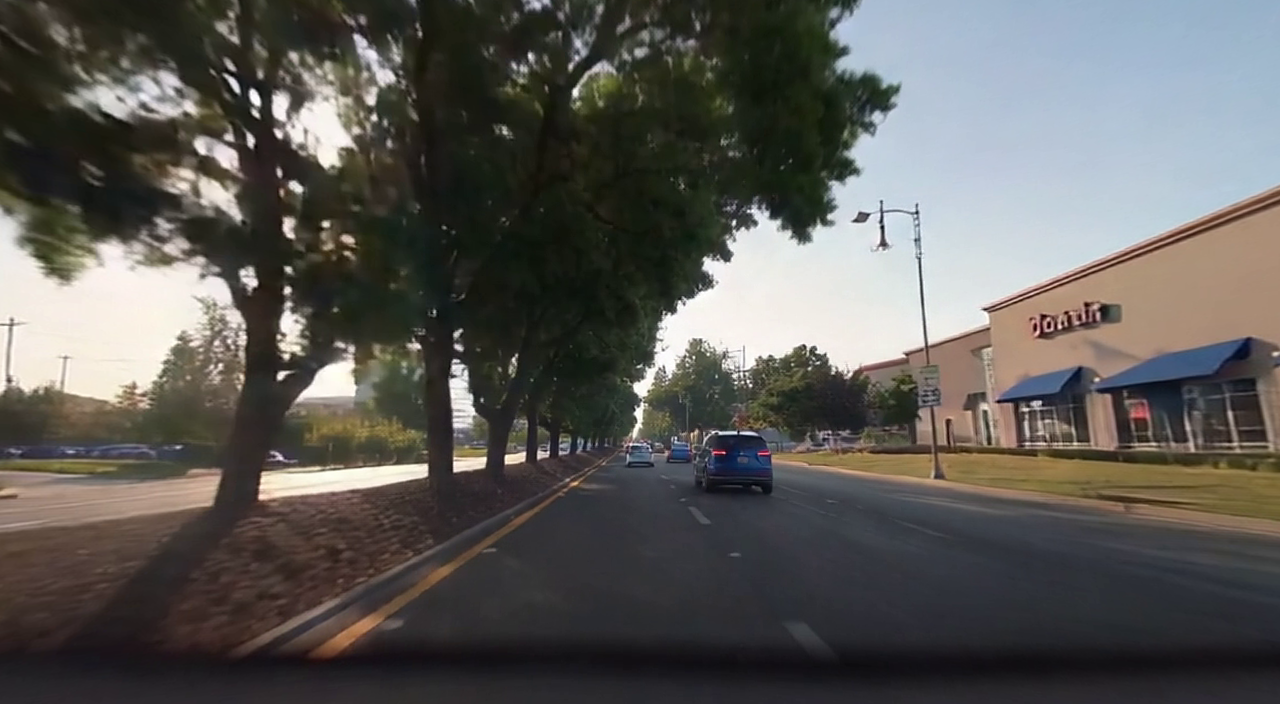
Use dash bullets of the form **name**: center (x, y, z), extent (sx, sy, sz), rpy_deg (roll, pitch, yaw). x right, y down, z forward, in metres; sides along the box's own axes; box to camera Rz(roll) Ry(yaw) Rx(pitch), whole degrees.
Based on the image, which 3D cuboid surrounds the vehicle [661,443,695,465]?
- **vehicle**: center (2.508, 6.856, 42.785), extent (1.970, 1.402, 3.756), rpy_deg (0, -8, -2)

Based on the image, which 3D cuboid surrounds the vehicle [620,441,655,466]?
- **vehicle**: center (-0.178, 6.270, 39.081), extent (2.056, 1.440, 3.798), rpy_deg (0, -8, -1)

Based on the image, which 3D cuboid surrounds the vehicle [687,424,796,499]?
- **vehicle**: center (2.654, 3.016, 17.788), extent (2.140, 1.811, 4.593), rpy_deg (0, -8, -2)
